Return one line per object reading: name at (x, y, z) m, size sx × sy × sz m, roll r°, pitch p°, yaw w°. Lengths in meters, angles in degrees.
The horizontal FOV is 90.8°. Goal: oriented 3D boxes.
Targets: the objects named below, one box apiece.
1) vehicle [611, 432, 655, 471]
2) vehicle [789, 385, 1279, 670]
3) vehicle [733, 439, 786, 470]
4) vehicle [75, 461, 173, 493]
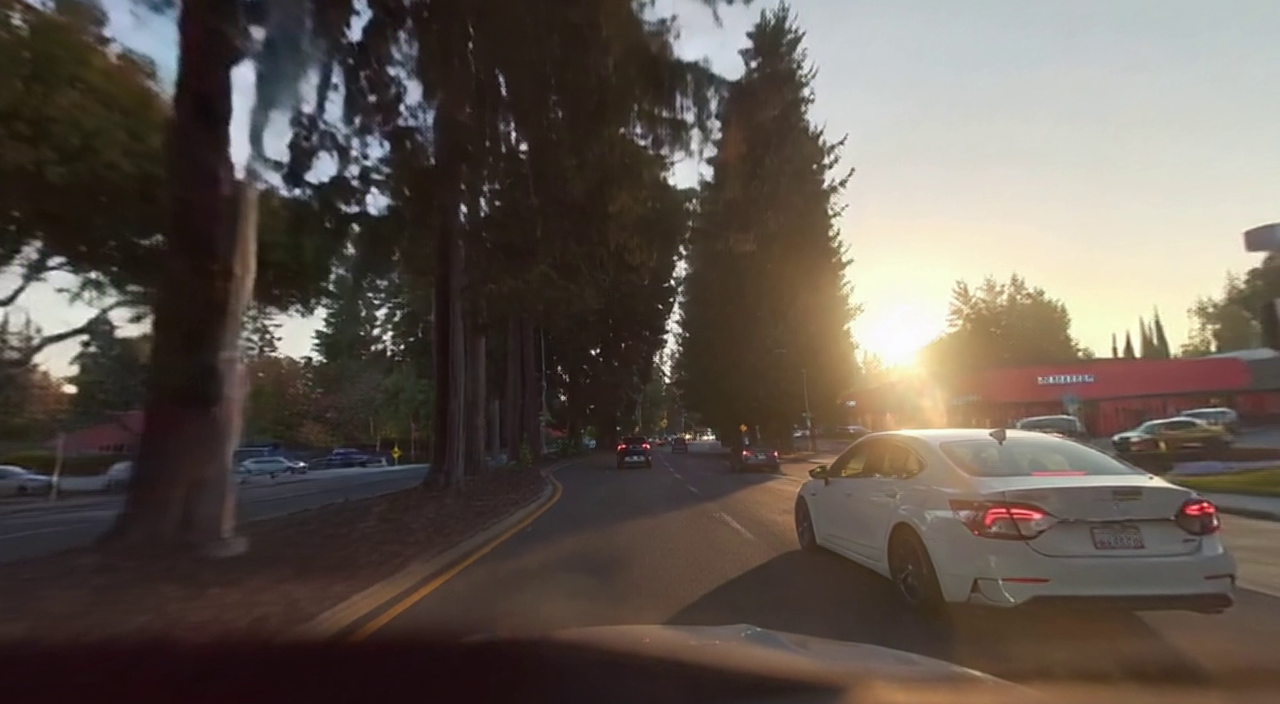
vehicle at (-0.335, 5.003, 31.921) m, size 2.106 × 1.798 × 4.168 m, roll 0°, pitch -8°, yaw 0°
vehicle at (3.050, 1.351, 6.010) m, size 2.153 × 1.658 × 4.485 m, roll 0°, pitch -8°, yaw 0°
vehicle at (5.915, 5.123, 31.700) m, size 1.883 × 1.452 × 4.258 m, roll 0°, pitch -8°, yaw 1°
vehicle at (-30.056, 7.253, 36.884) m, size 4.040 × 1.444 × 1.905 m, roll -4°, pitch -8°, yaw -1°
